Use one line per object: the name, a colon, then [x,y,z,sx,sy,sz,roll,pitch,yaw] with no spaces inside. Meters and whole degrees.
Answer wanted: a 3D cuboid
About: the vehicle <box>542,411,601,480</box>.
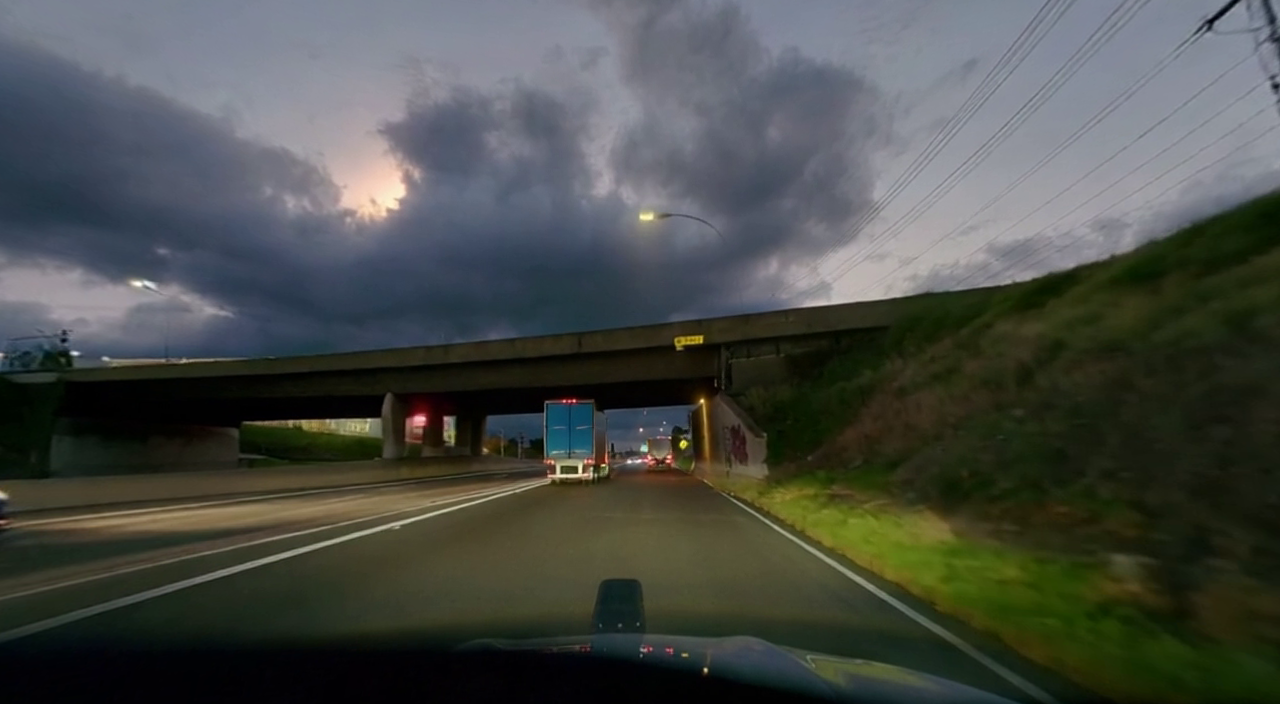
vehicle: [-4.361,6.241,41.960,2.955,4.022,8.842,0,-9,0]
